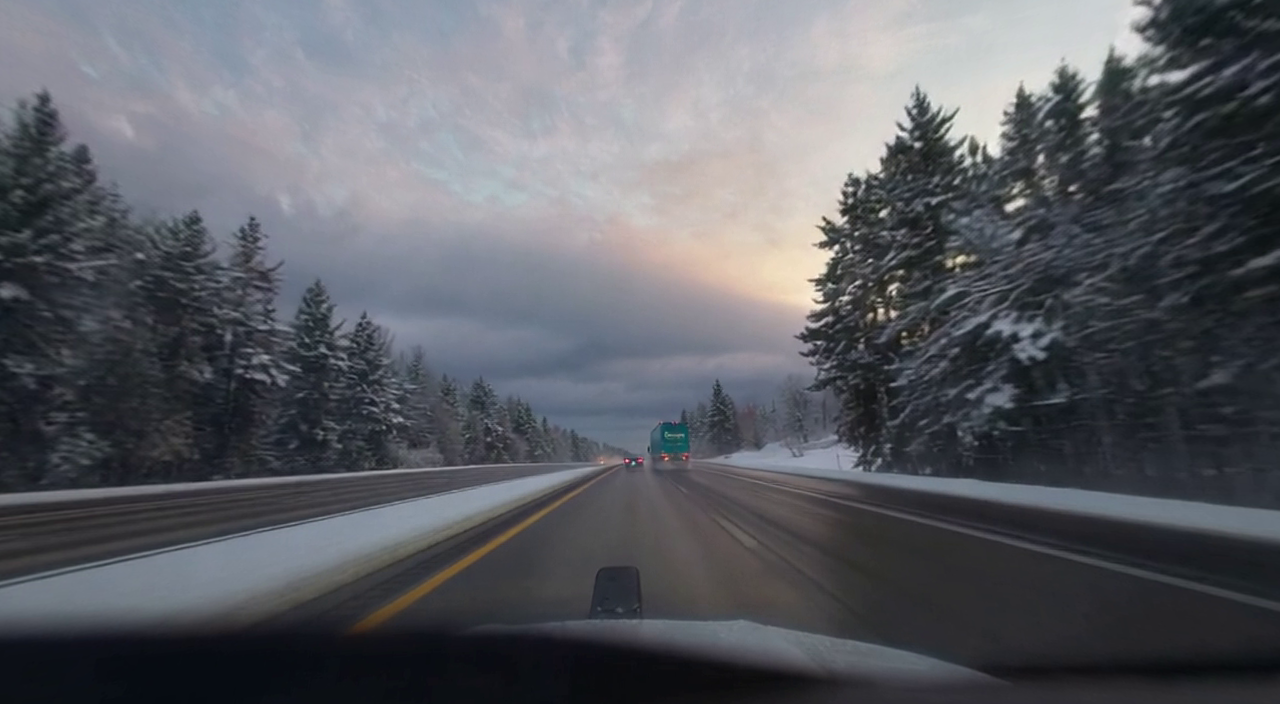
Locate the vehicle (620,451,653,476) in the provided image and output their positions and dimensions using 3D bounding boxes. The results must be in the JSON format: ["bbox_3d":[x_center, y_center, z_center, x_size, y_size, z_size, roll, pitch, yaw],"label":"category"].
[{"bbox_3d":[-0.233,7.316,41.558,2.057,1.528,3.958,-1,-9,0],"label":"vehicle"}]
